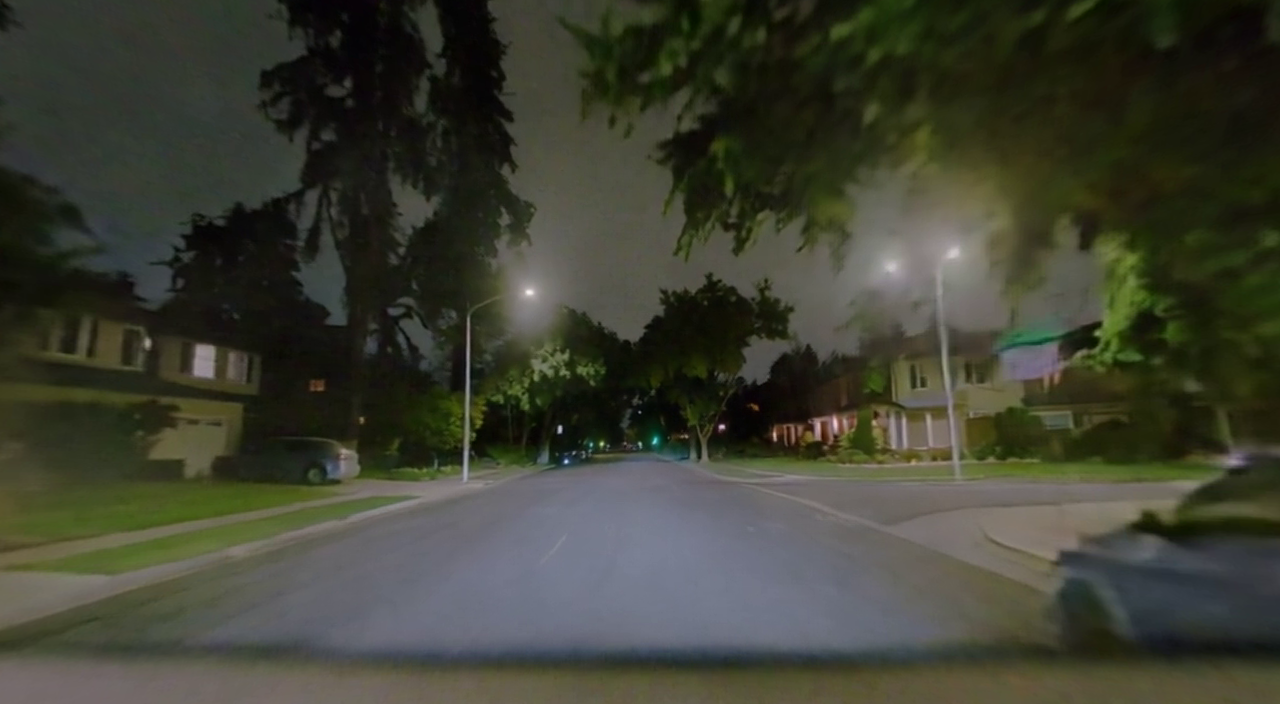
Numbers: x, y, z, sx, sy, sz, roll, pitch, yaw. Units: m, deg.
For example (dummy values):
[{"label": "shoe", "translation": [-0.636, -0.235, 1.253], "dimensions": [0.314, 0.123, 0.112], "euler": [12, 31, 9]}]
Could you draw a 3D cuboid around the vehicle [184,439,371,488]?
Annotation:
[{"label": "vehicle", "translation": [-14.152, 4.377, 25.061], "dimensions": [5.863, 1.773, 2.451], "euler": [0, -9, -4]}]

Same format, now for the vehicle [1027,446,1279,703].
[{"label": "vehicle", "translation": [3.849, 1.160, 2.775], "dimensions": [1.849, 1.470, 3.807], "euler": [0, -9, 0]}]
